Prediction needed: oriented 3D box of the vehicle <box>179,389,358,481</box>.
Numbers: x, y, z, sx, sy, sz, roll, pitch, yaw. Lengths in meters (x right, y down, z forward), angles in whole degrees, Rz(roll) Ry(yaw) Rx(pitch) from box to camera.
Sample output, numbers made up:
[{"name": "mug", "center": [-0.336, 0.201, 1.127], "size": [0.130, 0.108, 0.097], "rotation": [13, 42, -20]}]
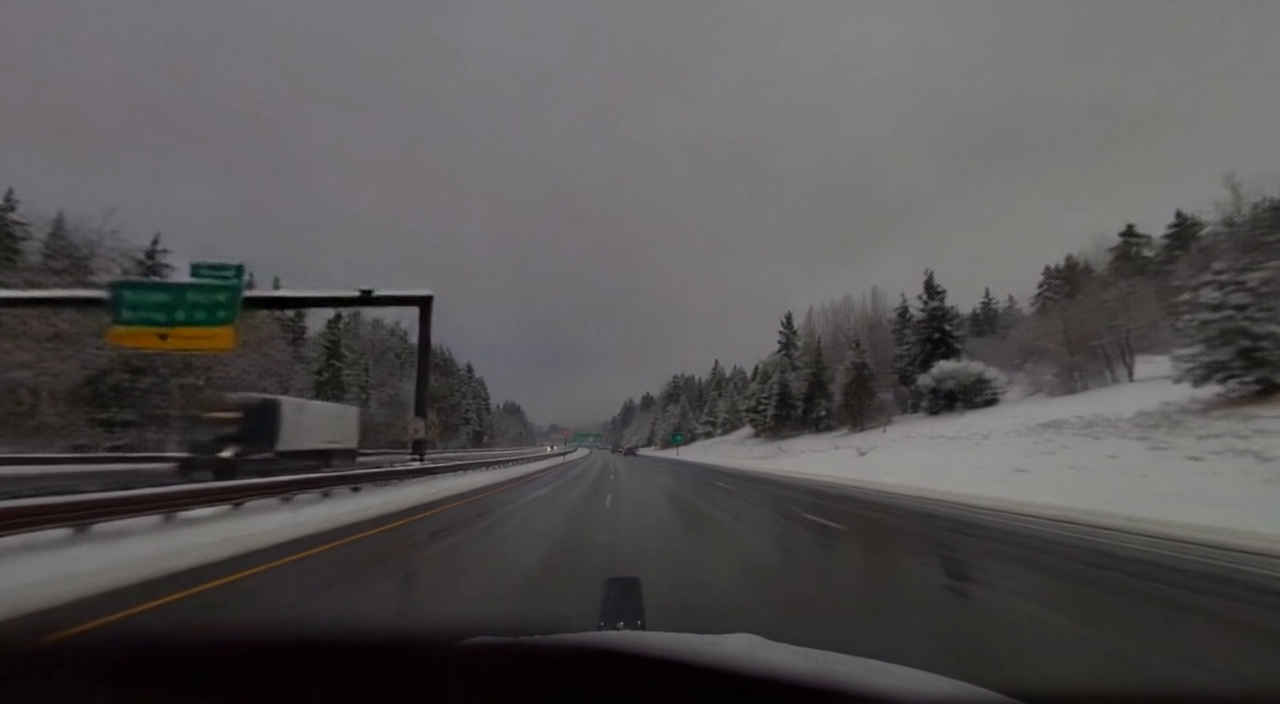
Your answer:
[{"name": "vehicle", "center": [-15.936, 3.807, 28.131], "size": [2.717, 3.464, 8.722], "rotation": [0, -9, -1]}]
